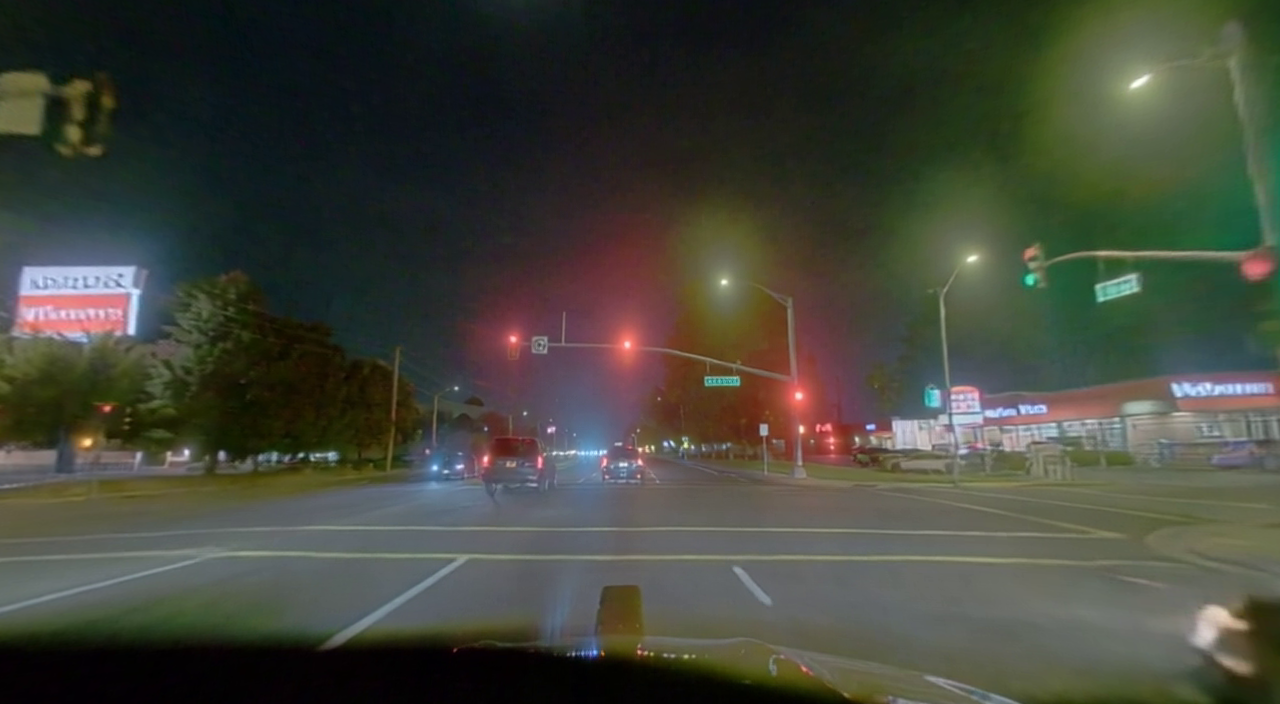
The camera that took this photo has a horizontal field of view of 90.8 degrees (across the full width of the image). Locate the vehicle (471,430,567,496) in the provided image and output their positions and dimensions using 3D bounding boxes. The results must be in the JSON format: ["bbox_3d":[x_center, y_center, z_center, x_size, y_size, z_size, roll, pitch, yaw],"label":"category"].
[{"bbox_3d":[-4.028,3.810,22.185,2.252,1.999,5.605,0,-8,0],"label":"vehicle"}]

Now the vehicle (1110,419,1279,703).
[{"bbox_3d":[3.584,0.775,1.030,2.207,1.447,4.418,0,-9,0],"label":"vehicle"}]

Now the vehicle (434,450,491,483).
[{"bbox_3d":[-9.404,6.061,33.766,1.867,1.427,4.371,-3,-8,-1],"label":"vehicle"}]

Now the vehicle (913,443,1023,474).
[{"bbox_3d":[18.877,6.140,36.542,5.209,1.743,2.081,0,-9,-1],"label":"vehicle"}]

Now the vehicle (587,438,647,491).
[{"bbox_3d":[-0.812,4.156,23.702,2.061,1.809,4.141,0,-9,-1],"label":"vehicle"}]

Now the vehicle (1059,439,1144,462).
[{"bbox_3d":[31.521,6.727,43.205,4.347,1.457,1.785,0,-9,0],"label":"vehicle"}]
